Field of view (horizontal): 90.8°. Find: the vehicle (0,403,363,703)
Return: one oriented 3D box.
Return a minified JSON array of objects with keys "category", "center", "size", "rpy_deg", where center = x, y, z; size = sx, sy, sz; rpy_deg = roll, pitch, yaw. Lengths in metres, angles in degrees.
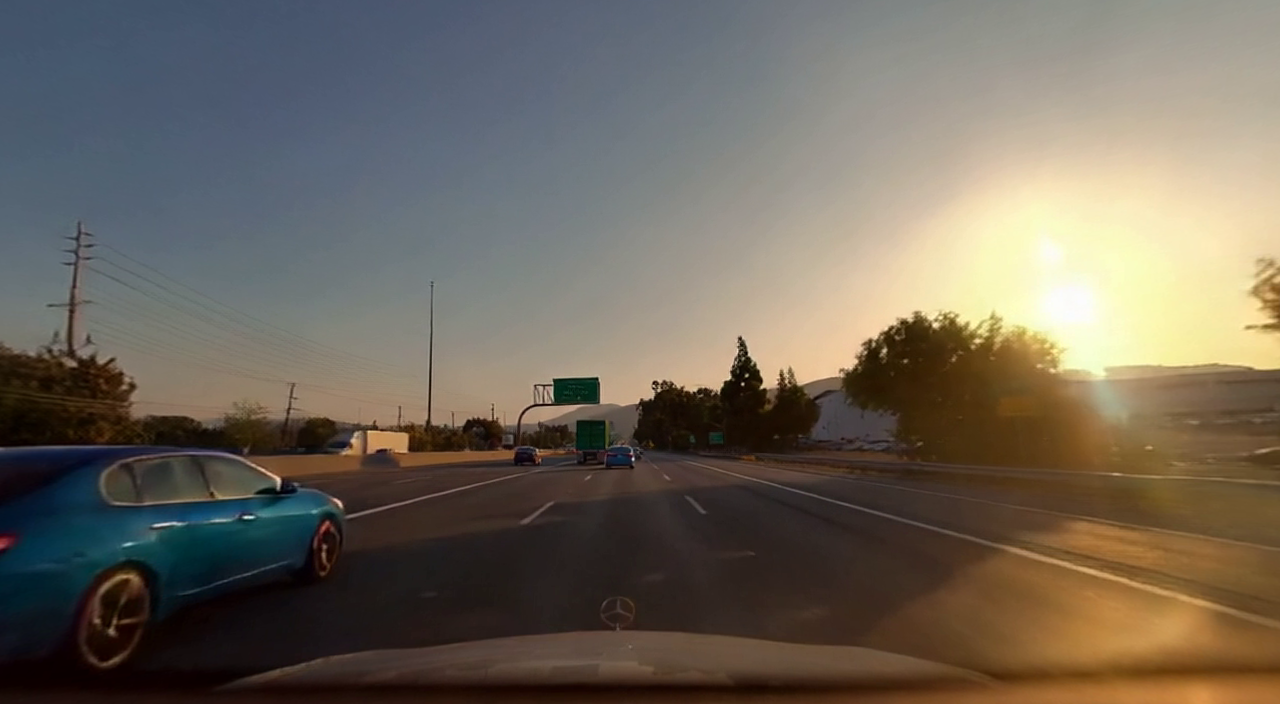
[{"category":"vehicle","center":[-3.675,1.158,3.826],"size":[1.997,1.507,4.391],"rpy_deg":[0,-9,0]}]

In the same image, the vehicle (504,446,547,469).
[{"category":"vehicle","center":[-7.607,7.042,42.407],"size":[2.026,1.477,4.467],"rpy_deg":[0,-9,0]}]

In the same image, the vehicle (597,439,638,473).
[{"category":"vehicle","center":[-1.120,5.530,33.690],"size":[2.033,1.669,4.112],"rpy_deg":[0,-9,0]}]
